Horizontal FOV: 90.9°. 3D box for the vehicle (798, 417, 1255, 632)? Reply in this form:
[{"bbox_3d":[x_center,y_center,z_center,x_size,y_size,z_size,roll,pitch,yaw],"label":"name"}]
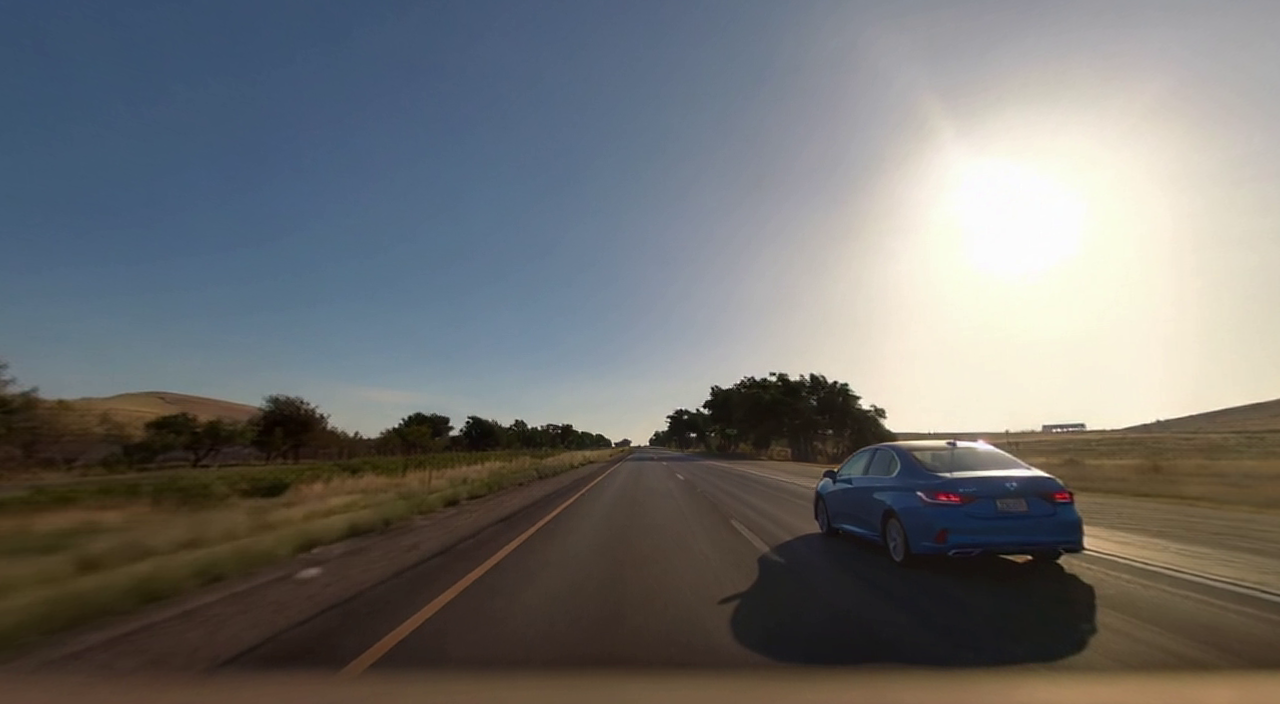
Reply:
[{"bbox_3d":[3.258,1.535,6.680,2.003,1.466,4.441,0,-8,0],"label":"vehicle"}]
